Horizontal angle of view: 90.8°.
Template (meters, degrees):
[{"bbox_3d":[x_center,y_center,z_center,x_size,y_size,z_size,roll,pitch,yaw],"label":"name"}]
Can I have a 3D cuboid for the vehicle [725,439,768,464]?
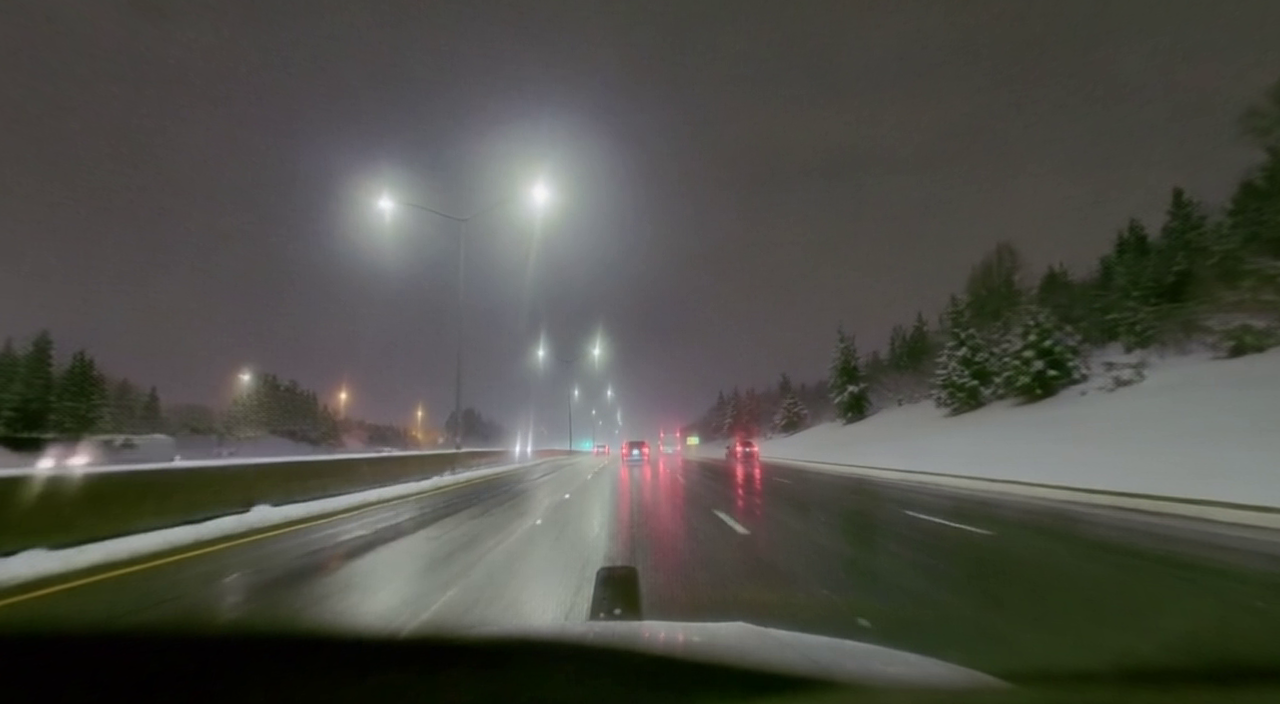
[{"bbox_3d":[6.872,6.485,41.296,1.935,1.478,4.433,0,-8,-2],"label":"vehicle"}]

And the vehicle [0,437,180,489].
[{"bbox_3d":[-23.626,4.773,27.639,2.345,1.997,6.208,0,-8,0],"label":"vehicle"}]

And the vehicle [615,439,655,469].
[{"bbox_3d":[-0.306,5.365,33.272,1.985,1.457,4.227,0,-8,-1],"label":"vehicle"}]
